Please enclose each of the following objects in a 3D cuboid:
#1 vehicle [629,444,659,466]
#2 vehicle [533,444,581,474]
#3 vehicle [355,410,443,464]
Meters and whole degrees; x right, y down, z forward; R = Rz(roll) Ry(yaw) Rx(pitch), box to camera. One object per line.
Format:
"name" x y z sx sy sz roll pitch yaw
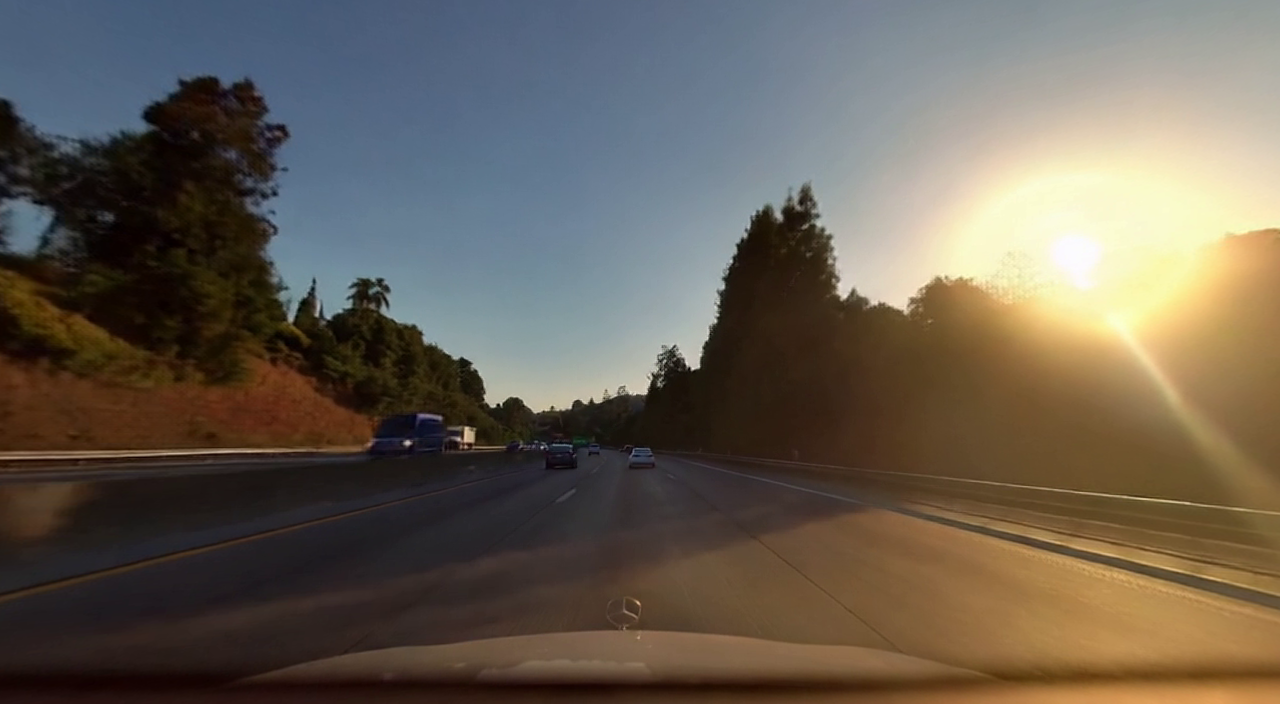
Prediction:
"vehicle" 0.250 7.545 46.347 2.008 1.499 3.192 0 -9 -2
"vehicle" -4.356 5.681 33.772 2.054 1.500 4.469 0 -8 -1
"vehicle" -13.433 4.855 35.806 2.316 2.749 7.020 0 -9 -1
